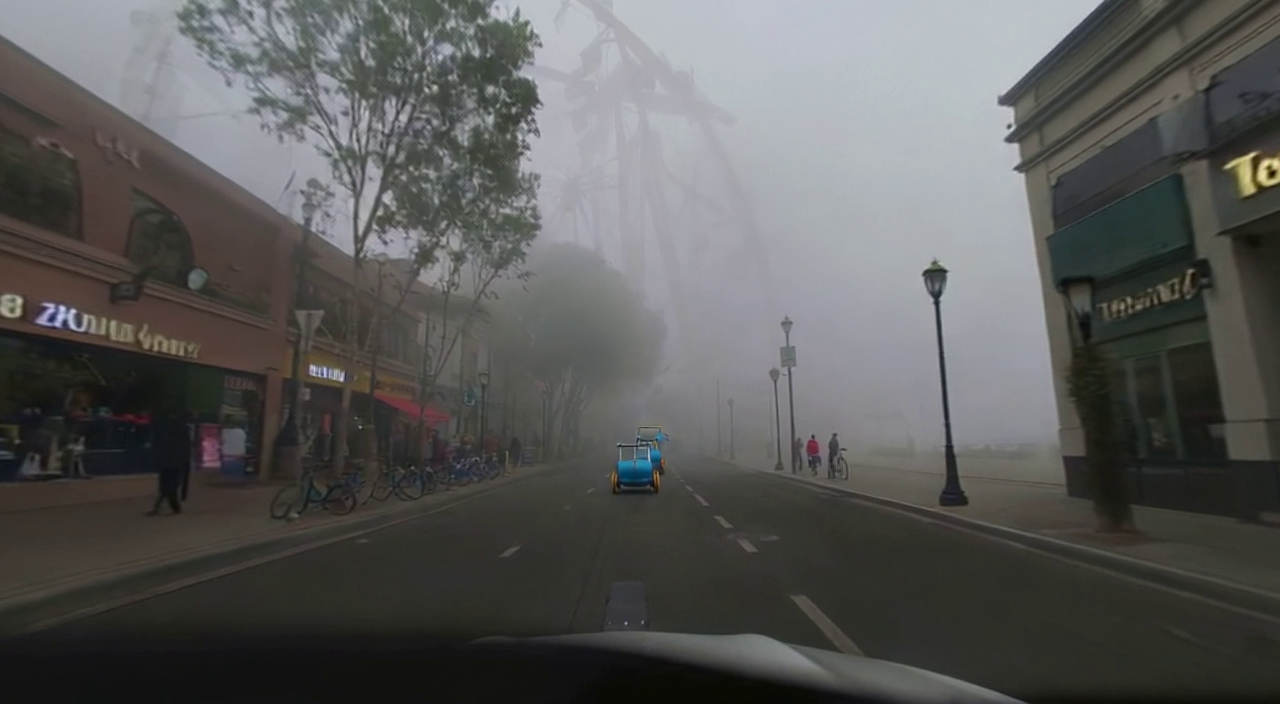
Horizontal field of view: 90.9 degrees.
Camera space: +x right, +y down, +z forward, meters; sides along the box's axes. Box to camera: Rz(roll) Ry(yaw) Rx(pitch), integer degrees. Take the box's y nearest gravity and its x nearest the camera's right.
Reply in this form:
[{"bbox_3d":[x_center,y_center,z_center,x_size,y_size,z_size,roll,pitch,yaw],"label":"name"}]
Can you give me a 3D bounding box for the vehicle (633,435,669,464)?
[{"bbox_3d":[0.706,6.447,41.621,2.221,1.773,4.228,0,-9,1],"label":"vehicle"}]
